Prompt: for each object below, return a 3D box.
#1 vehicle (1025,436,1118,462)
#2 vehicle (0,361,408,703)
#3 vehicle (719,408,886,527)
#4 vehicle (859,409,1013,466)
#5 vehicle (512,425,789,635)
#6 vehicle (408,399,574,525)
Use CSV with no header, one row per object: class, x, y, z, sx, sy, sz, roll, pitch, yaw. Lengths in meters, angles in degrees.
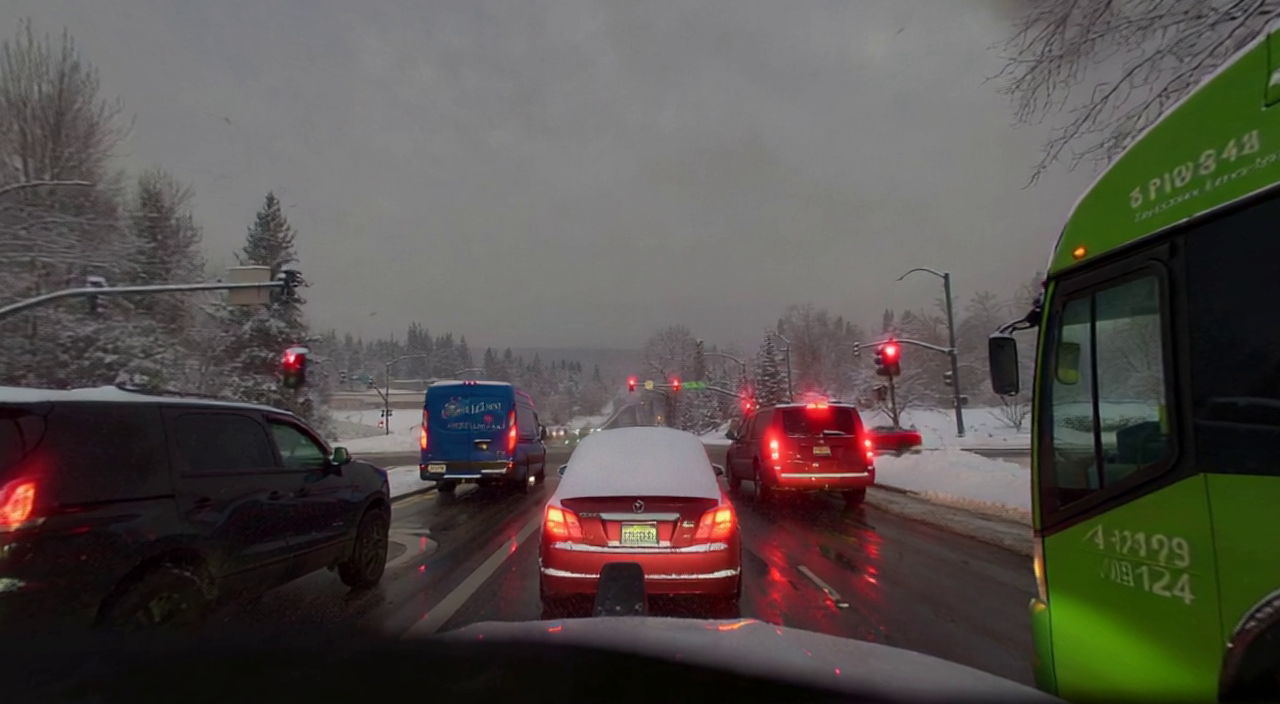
vehicle,25.869,5.824,37.972,4.229,1.489,1.794,0,-8,-1
vehicle,-3.411,1.177,4.618,1.921,1.701,3.989,0,-8,0
vehicle,3.153,2.397,13.666,2.143,2.036,5.367,0,-8,0
vehicle,17.595,5.130,37.914,7.839,3.213,2.628,0,-8,-3
vehicle,0.065,1.548,6.405,1.976,1.485,3.624,0,-8,0
vehicle,-2.932,2.352,13.945,2.335,2.221,5.165,0,-8,1
